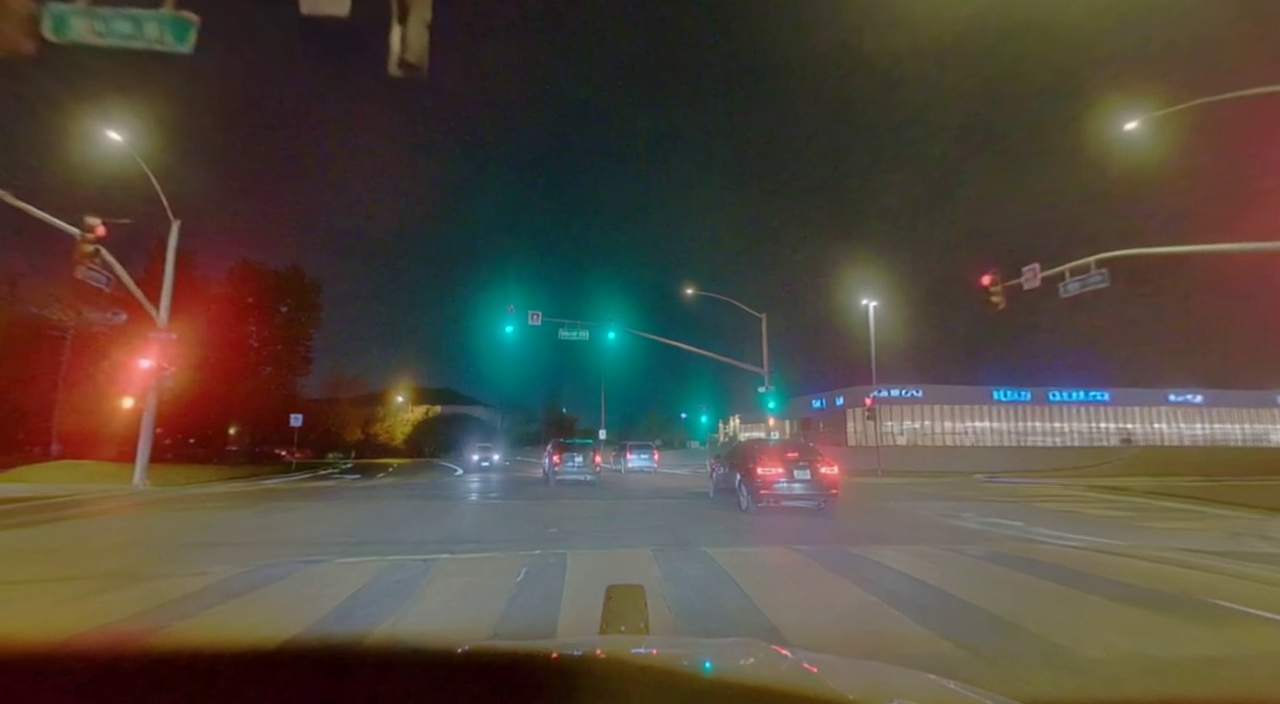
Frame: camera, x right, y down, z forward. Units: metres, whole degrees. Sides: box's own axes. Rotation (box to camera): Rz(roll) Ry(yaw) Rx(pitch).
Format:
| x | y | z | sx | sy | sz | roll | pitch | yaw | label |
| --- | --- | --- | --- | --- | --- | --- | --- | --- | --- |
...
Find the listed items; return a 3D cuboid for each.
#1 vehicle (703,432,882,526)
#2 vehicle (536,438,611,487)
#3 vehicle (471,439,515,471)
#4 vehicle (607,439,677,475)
| x | y | z | sx | sy | sz | roll | pitch | yaw | label |
| --- | --- | --- | --- | --- | --- | --- | --- | --- | --- |
| 2.692 | 2.352 | 12.421 | 1.984 | 1.476 | 4.488 | 1 | -8 | -6 | vehicle |
| -2.497 | 3.845 | 22.511 | 2.308 | 1.535 | 4.811 | 1 | -8 | -10 | vehicle |
| -7.988 | 5.498 | 33.927 | 2.012 | 1.492 | 4.079 | 3 | -8 | -16 | vehicle |
| -0.015 | 4.737 | 28.800 | 1.957 | 1.463 | 4.701 | 2 | -8 | -15 | vehicle |
